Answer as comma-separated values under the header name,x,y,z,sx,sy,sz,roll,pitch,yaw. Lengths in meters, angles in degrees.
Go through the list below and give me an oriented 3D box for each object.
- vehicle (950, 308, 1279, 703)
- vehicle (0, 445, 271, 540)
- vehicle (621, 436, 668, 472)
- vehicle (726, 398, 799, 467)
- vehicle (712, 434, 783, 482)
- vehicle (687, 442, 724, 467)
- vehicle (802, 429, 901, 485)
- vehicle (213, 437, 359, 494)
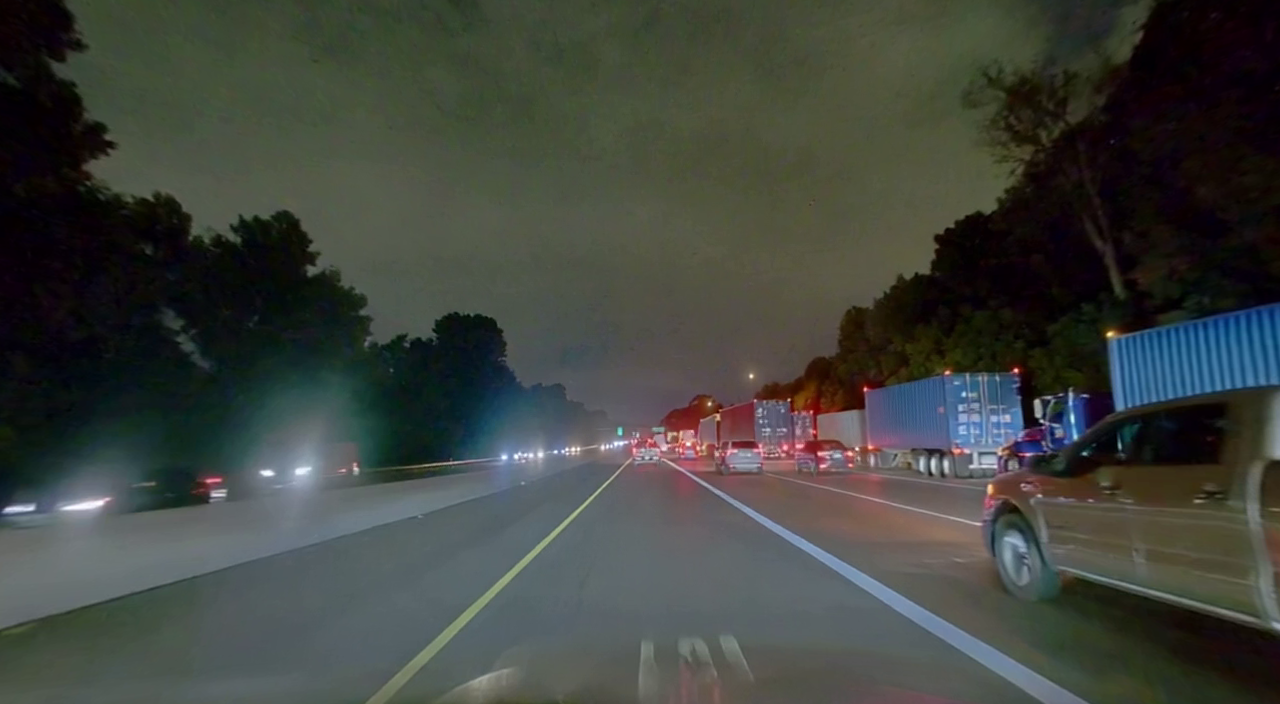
name,x,y,z,sx,sy,sz,roll,pitch,yaw
vehicle,3.822,0.815,3.104,2.091,1.878,4.920,0,-8,1
vehicle,-9.549,2.578,12.256,1.941,1.486,4.360,0,-8,1
vehicle,0.196,5.333,32.935,2.313,1.736,4.215,0,-8,-1
vehicle,7.838,5.401,41.462,2.784,4.002,9.298,0,-8,-1
vehicle,4.077,4.070,24.411,1.972,1.693,4.139,0,-8,-1
vehicle,4.078,6.459,39.823,1.888,1.501,4.608,0,-8,0
vehicle,7.630,3.828,23.228,1.985,1.835,4.681,0,-8,-1
vehicle,-13.440,4.310,24.411,2.249,1.925,5.566,0,-8,2
